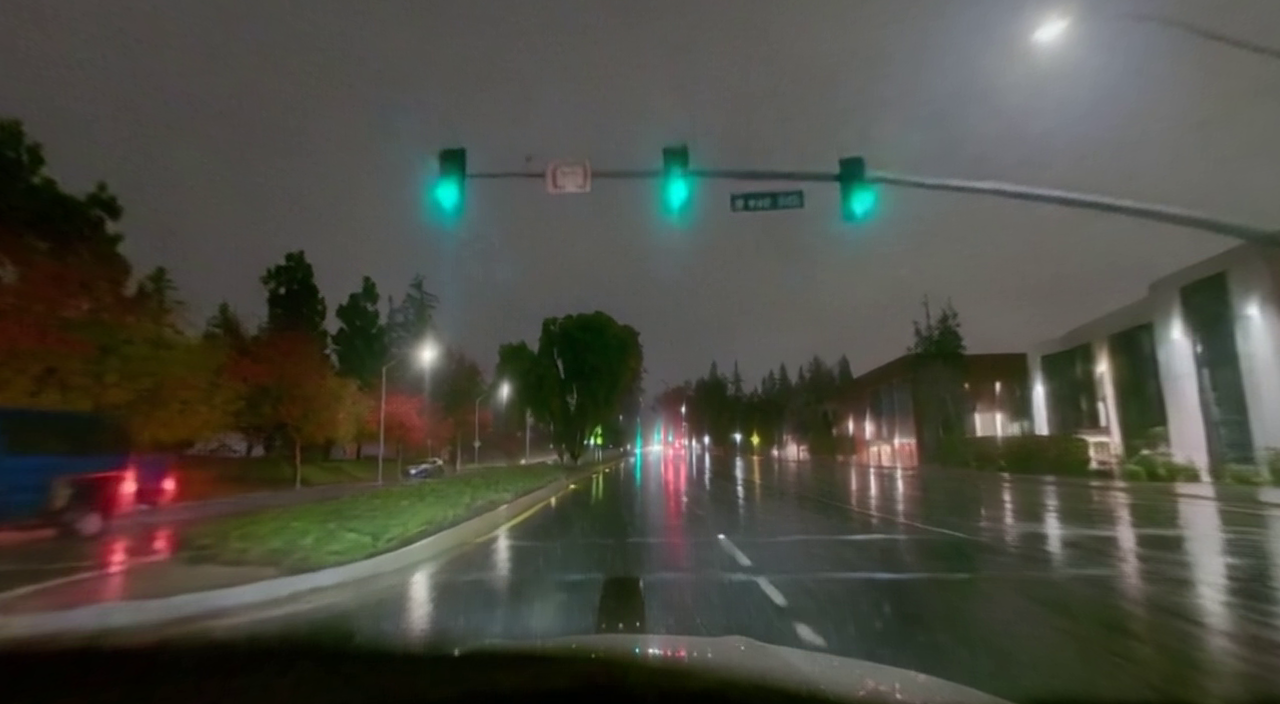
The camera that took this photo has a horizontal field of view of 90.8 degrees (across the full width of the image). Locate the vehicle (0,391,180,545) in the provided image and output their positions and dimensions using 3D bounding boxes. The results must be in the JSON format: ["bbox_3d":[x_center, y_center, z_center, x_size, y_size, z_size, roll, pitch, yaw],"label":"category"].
[{"bbox_3d":[-15.757,2.705,14.864,2.783,3.404,9.441,0,-9,-1],"label":"vehicle"}]

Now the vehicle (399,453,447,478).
[{"bbox_3d":[-16.078,8.396,47.008,1.975,1.629,4.491,0,-8,0],"label":"vehicle"}]
